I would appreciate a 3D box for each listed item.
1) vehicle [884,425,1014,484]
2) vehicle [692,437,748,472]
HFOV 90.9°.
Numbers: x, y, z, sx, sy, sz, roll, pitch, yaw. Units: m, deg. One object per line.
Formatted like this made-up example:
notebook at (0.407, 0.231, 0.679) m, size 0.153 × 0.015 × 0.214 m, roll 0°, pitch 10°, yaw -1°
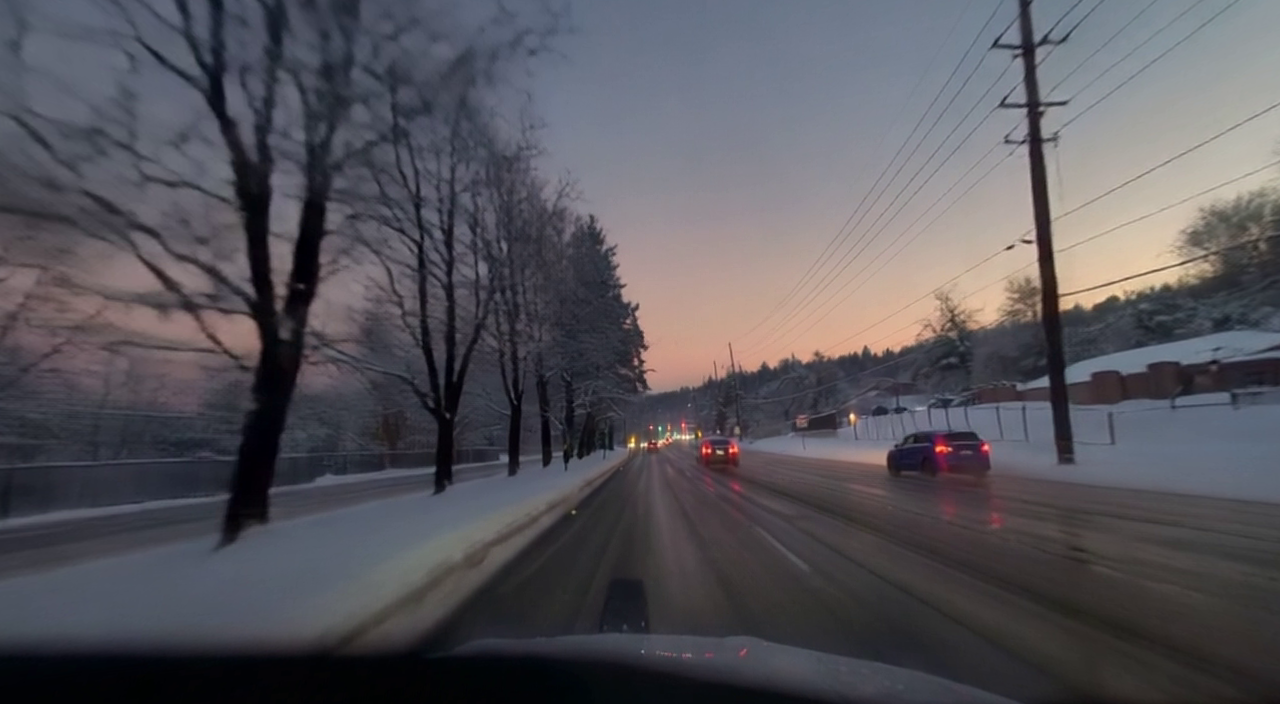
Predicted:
vehicle at (9.955, 3.325, 20.758) m, size 1.978 × 1.700 × 4.461 m, roll 0°, pitch -8°, yaw 0°
vehicle at (3.634, 4.763, 29.381) m, size 2.063 × 1.481 × 4.247 m, roll 0°, pitch -8°, yaw 0°
